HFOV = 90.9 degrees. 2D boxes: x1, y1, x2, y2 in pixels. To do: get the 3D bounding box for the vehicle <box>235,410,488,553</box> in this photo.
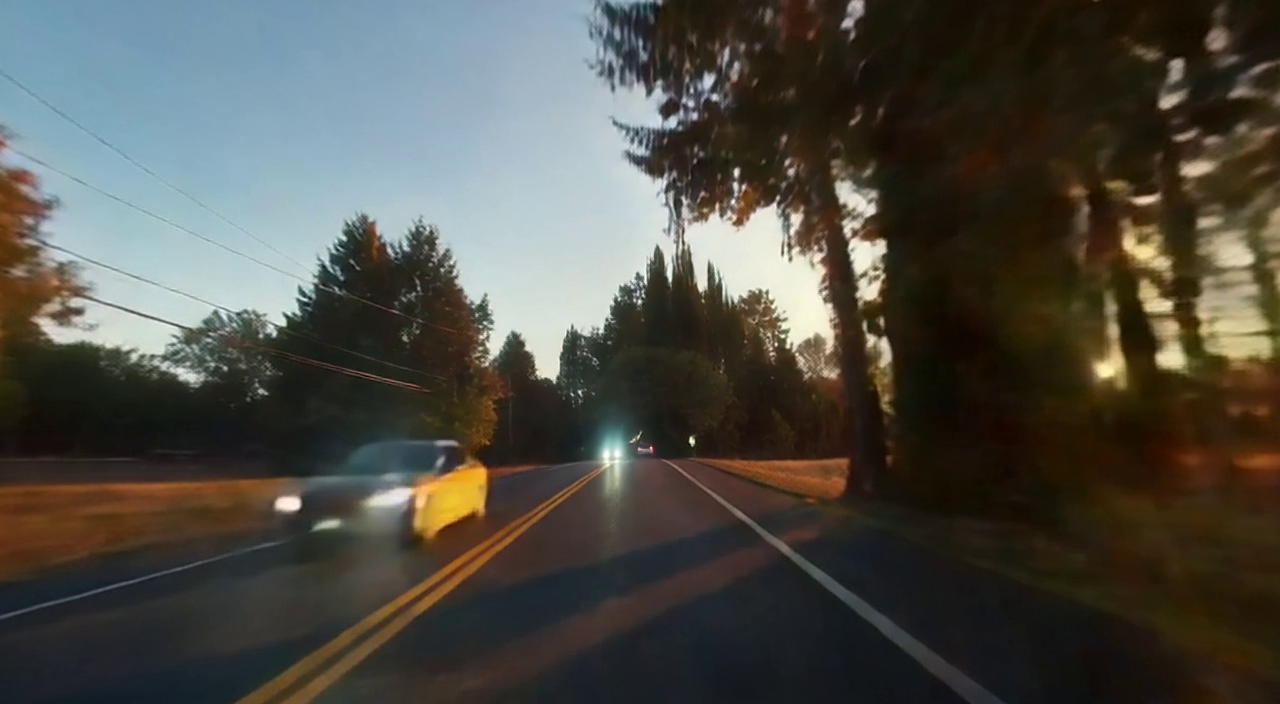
[{"bbox_3d":[-4.015,1.943,10.149,2.041,1.771,4.452,0,-8,0],"label":"vehicle"}]
